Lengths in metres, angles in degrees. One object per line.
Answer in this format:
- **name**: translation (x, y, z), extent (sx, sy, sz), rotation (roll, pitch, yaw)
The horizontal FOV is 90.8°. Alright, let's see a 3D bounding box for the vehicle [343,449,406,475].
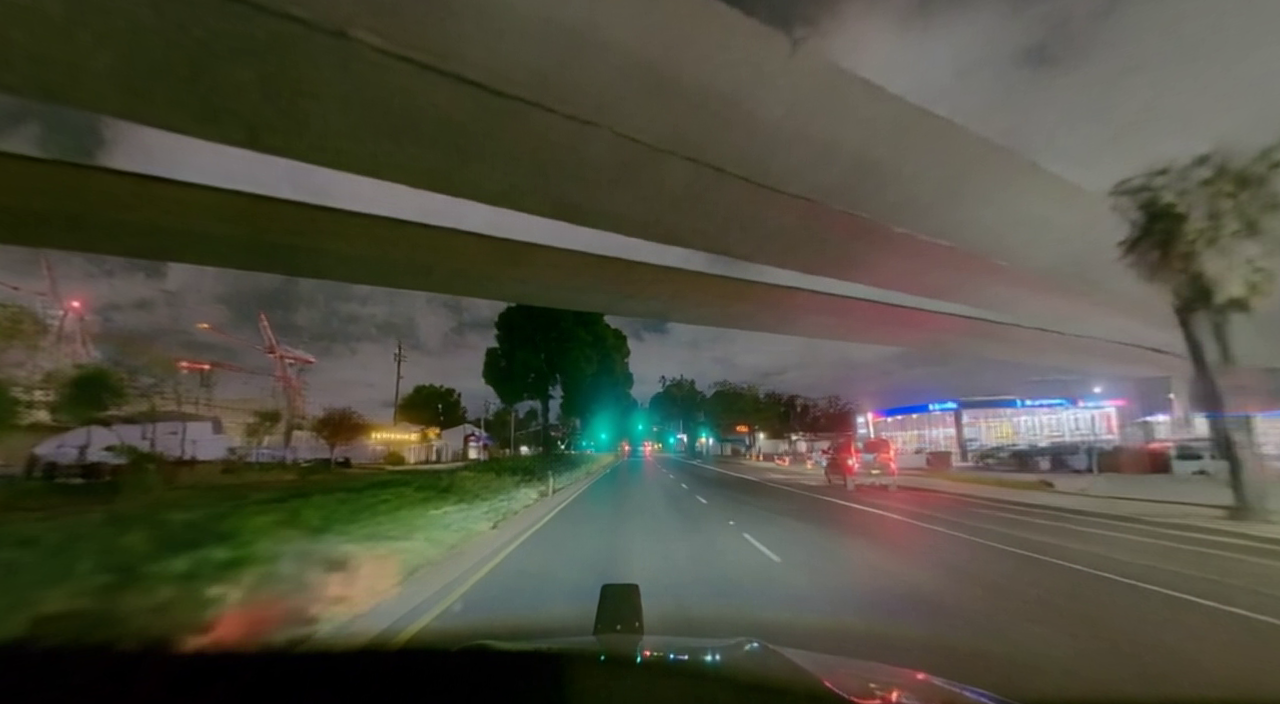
- **vehicle**: translation (-19.275, 7.885, 45.631), extent (2.613, 1.746, 6.093), rotation (6, -11, -37)
